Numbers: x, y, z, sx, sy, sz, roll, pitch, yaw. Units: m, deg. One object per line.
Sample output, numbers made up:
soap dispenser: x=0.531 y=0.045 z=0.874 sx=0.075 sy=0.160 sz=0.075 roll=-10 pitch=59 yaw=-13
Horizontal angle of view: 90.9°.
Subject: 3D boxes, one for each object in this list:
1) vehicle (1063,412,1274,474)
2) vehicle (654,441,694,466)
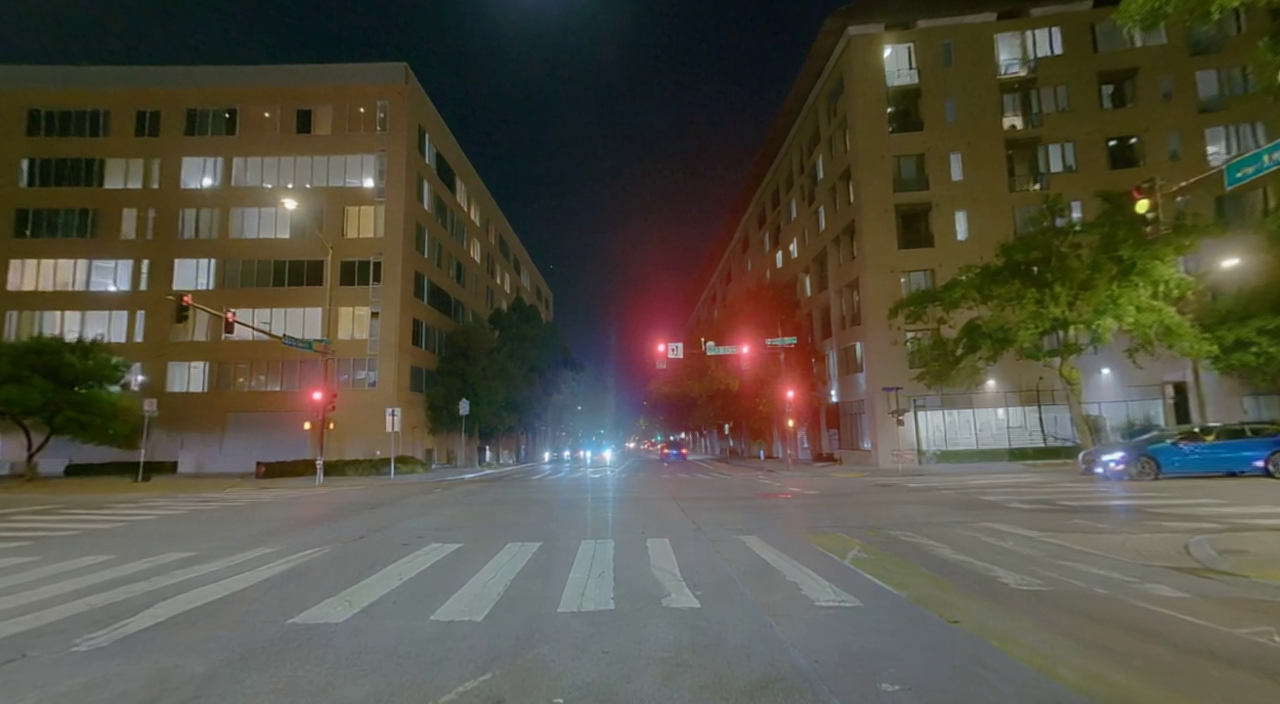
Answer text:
vehicle: x=16.904 y=2.944 z=20.404 sx=4.802 sy=1.860 sz=2.146 roll=0 pitch=-8 yaw=0
vehicle: x=2.086 y=6.419 z=40.074 sx=2.039 sy=1.470 sz=4.355 roll=0 pitch=-8 yaw=-4
